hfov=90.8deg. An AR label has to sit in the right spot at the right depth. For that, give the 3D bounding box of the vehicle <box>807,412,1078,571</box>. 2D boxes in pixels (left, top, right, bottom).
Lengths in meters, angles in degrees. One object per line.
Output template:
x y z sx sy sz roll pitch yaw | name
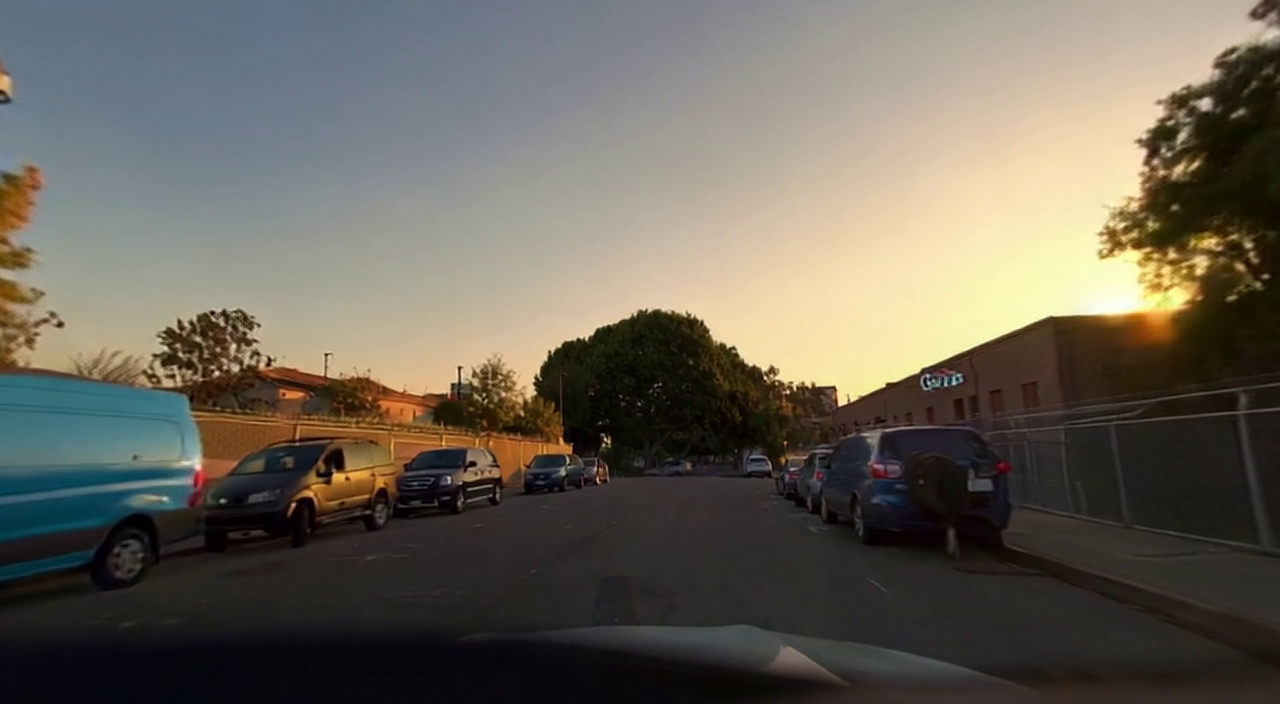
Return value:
4.706 2.251 11.222 2.327 2.021 5.850 -1 -9 5 | vehicle

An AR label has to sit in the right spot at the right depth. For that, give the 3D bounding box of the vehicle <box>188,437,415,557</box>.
-6.254 2.657 12.353 1.857 1.908 4.081 -1 -9 5 | vehicle

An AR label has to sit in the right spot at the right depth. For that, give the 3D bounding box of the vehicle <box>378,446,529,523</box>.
-5.290 3.819 19.032 2.304 1.937 5.720 -1 -9 6 | vehicle

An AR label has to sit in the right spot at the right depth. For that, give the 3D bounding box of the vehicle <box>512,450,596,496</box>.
-3.908 5.679 30.104 2.504 1.919 5.658 -1 -9 8 | vehicle

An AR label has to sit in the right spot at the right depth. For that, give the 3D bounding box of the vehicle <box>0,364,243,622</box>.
-6.952 1.446 6.383 2.435 2.308 4.937 -5 -9 5 | vehicle
